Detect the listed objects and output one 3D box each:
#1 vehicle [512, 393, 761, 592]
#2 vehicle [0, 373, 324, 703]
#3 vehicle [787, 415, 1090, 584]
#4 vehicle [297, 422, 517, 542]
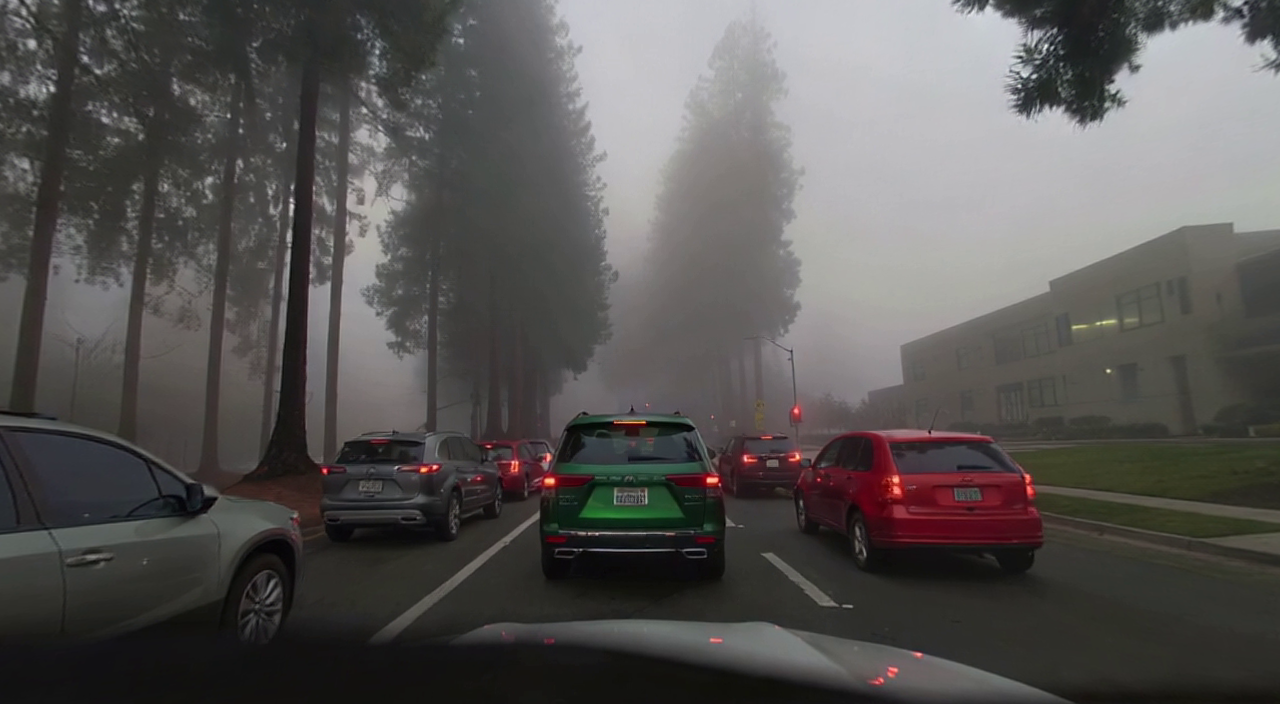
[{"bbox_3d":[-0.003,1.534,7.658,2.193,1.744,4.033,0,-8,1],"label":"vehicle"},{"bbox_3d":[-3.779,0.996,3.301,1.929,1.641,4.193,0,-8,2],"label":"vehicle"},{"bbox_3d":[3.265,1.670,7.861,1.922,1.579,3.642,0,-8,-1],"label":"vehicle"},{"bbox_3d":[-3.646,2.112,10.894,2.042,1.641,4.314,0,-8,1],"label":"vehicle"}]
